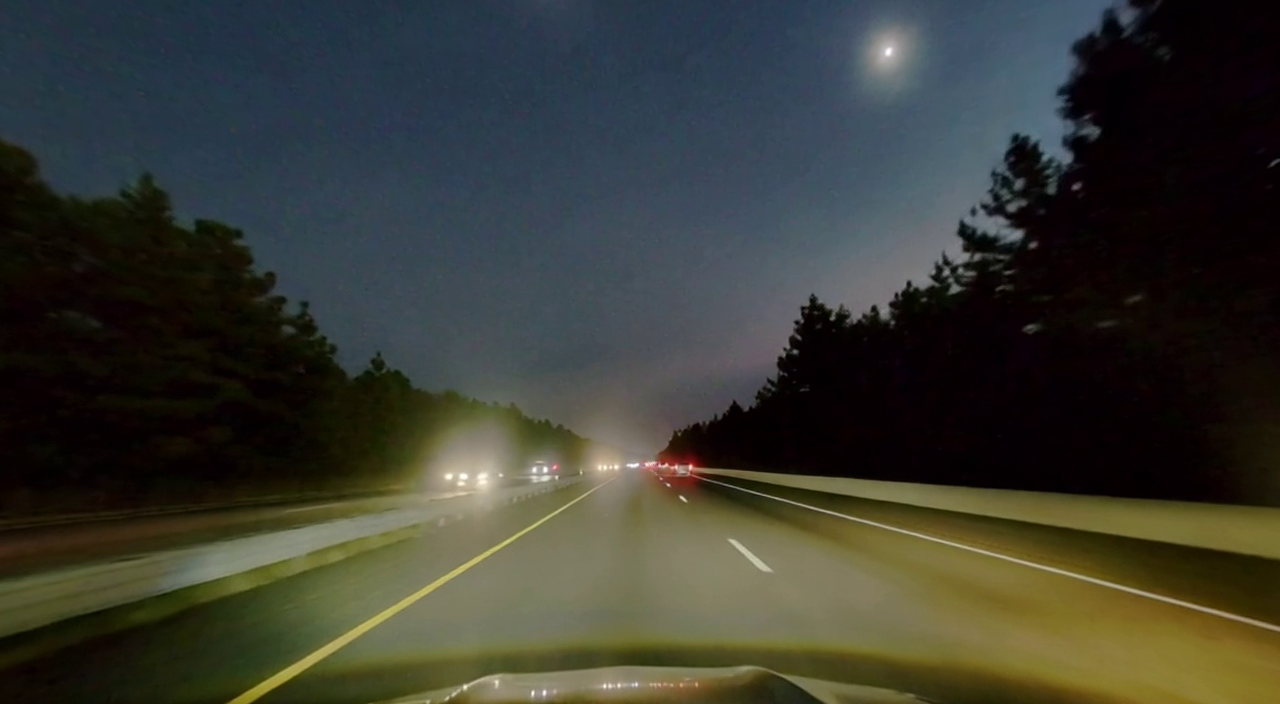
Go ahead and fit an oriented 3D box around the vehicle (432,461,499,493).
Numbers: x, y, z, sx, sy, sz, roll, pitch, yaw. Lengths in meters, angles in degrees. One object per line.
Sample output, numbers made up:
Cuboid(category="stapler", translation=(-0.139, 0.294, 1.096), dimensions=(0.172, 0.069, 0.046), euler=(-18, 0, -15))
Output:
Cuboid(category="vehicle", translation=(-8.512, 6.141, 31.158), dimensions=(1.980, 1.438, 4.437), euler=(1, -10, 0))
